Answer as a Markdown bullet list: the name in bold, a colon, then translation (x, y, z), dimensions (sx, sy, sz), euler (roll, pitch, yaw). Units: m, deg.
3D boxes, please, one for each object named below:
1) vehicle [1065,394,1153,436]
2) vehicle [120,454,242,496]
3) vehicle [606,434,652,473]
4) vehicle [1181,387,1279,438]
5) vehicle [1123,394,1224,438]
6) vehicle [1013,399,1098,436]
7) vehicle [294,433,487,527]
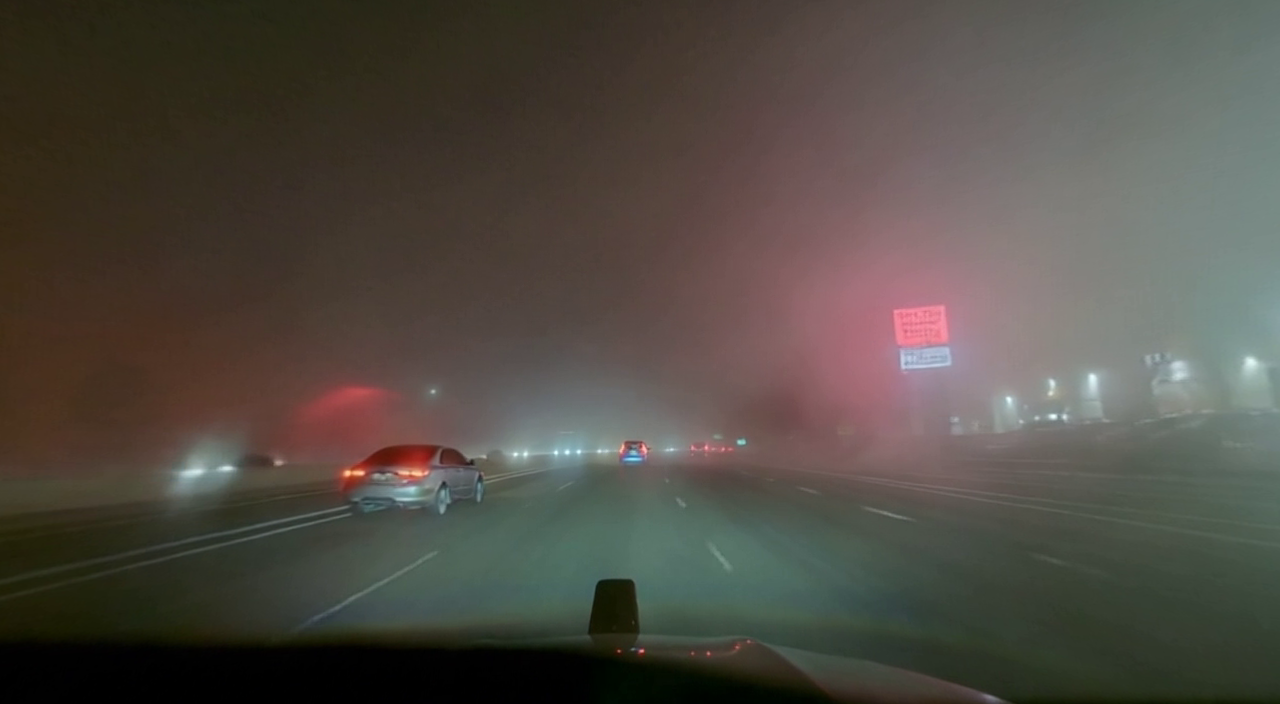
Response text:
- **vehicle**: translation (21.739, 2.990, 29.228), dimensions (4.418, 1.698, 2.046), euler (7, -11, -38)
- **vehicle**: translation (-18.073, 4.829, 25.134), dimensions (1.822, 1.472, 3.879), euler (-1, -9, 2)
- **vehicle**: translation (-0.503, 5.313, 33.276), dimensions (2.155, 1.856, 4.796), euler (-1, -9, 2)
- **vehicle**: translation (22.391, 2.346, 23.716), dimensions (4.353, 1.698, 2.034), euler (6, -11, -36)
- **vehicle**: translation (22.338, 2.712, 26.430), dimensions (4.068, 1.664, 1.917), euler (6, -9, -31)
- **vehicle**: translation (21.649, 3.473, 32.867), dimensions (4.431, 1.699, 2.022), euler (6, -10, -34)
- **vehicle**: translation (-4.569, 2.405, 12.467), dimensions (1.907, 1.483, 4.562), euler (0, -9, 0)
